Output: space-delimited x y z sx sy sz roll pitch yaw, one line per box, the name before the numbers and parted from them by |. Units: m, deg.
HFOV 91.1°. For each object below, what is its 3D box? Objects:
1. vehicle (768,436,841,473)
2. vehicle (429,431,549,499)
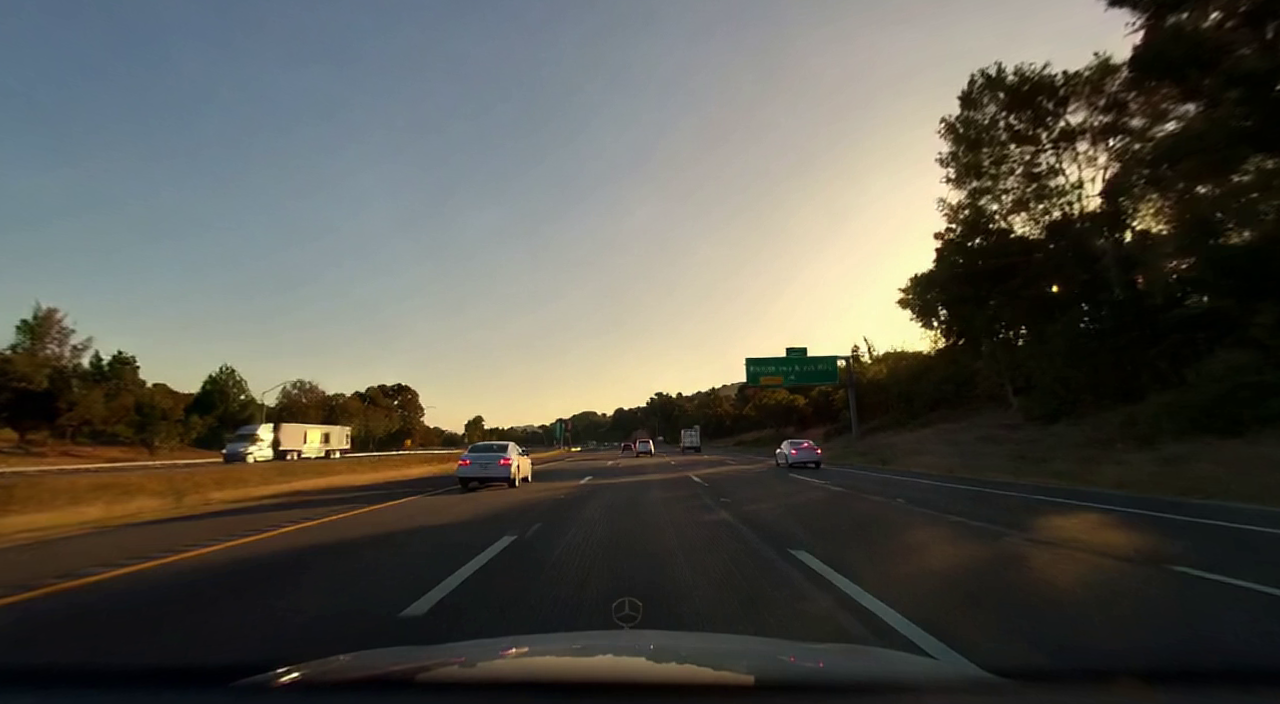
vehicle | 7.269 4.571 28.324 1.870 1.493 5.015 0 -8 -1
vehicle | -3.819 2.942 16.765 2.050 1.546 4.344 0 -8 1
